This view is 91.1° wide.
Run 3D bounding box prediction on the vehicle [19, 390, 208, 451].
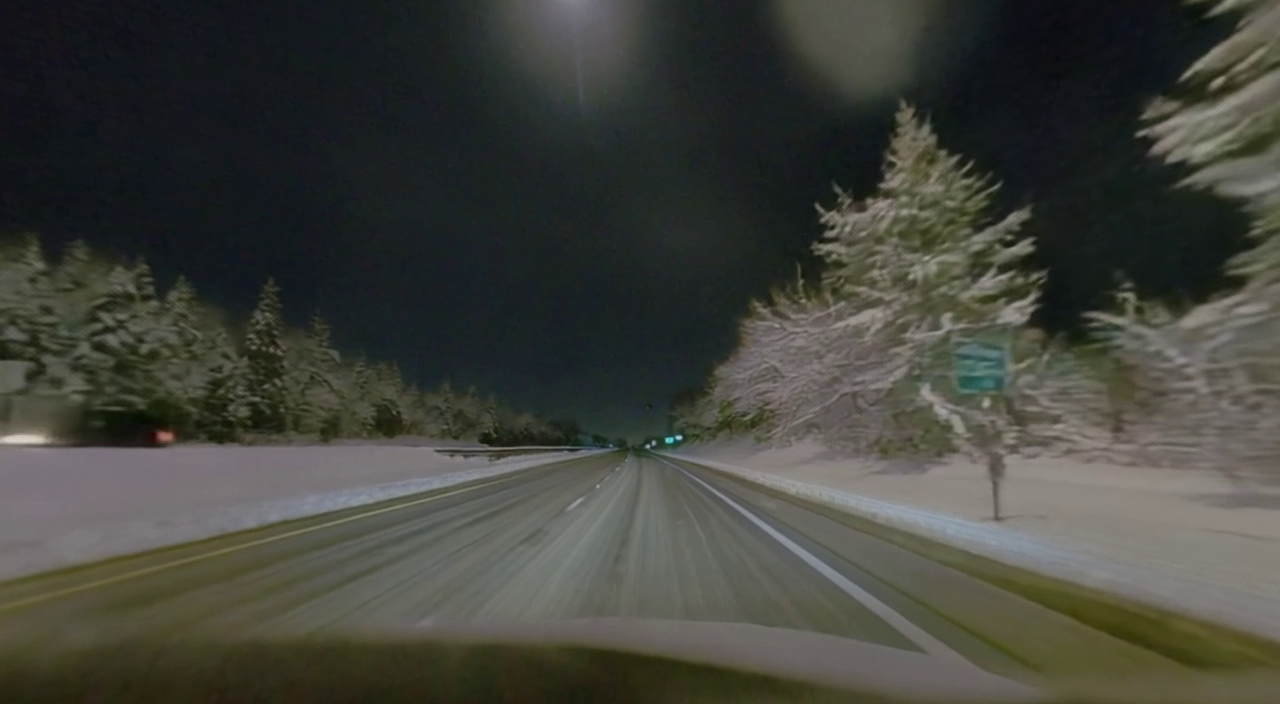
[{"bbox_3d":[-18.193,2.517,22.137,2.306,1.894,4.871,0,-9,1],"label":"vehicle"}]
